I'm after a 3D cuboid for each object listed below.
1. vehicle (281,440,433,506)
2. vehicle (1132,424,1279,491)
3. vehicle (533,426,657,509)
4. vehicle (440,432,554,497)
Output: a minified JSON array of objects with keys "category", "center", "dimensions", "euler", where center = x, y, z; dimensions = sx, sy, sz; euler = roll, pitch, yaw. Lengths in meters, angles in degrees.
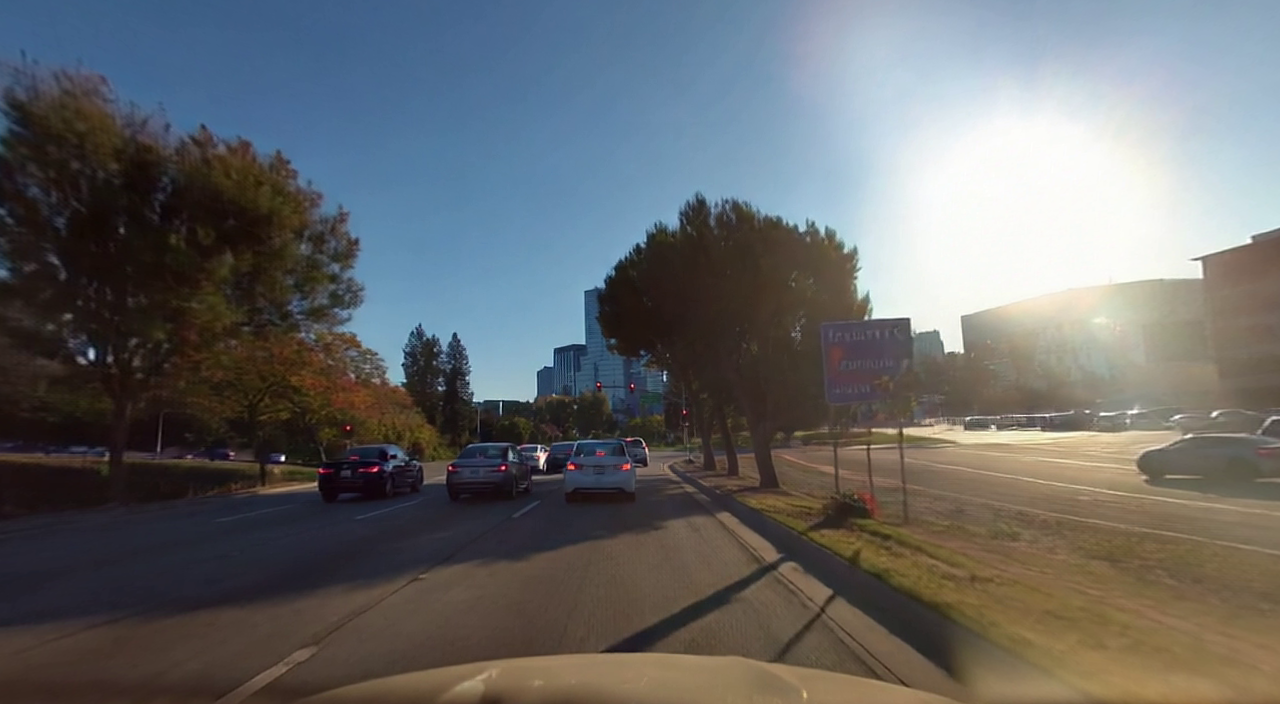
[{"category":"vehicle","center":[-7.052,3.036,16.350],"dimensions":[1.852,1.458,4.422],"euler":[0,-8,1]},{"category":"vehicle","center":[14.774,2.561,15.635],"dimensions":[4.605,1.430,2.086],"euler":[4,-9,-25]},{"category":"vehicle","center":[-0.823,2.416,13.698],"dimensions":[2.231,1.481,4.489],"euler":[0,-8,0]},{"category":"vehicle","center":[-3.590,2.919,16.769],"dimensions":[1.920,1.480,4.549],"euler":[0,-8,1]}]
